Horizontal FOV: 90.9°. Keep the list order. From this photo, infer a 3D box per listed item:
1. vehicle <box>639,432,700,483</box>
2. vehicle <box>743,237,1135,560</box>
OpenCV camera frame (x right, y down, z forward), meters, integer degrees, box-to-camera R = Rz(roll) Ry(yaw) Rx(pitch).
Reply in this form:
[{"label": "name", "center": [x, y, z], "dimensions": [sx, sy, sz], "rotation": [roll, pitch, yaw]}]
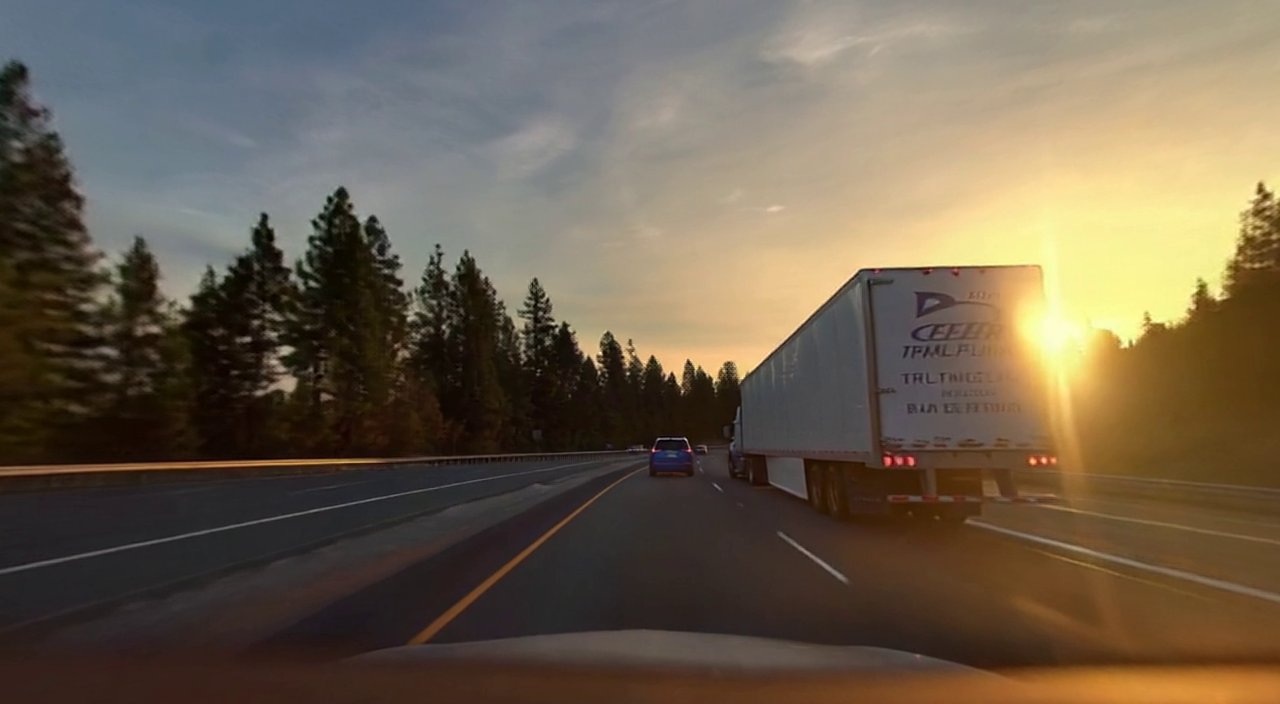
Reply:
[{"label": "vehicle", "center": [1.204, 4.213, 25.416], "dimensions": [2.222, 1.848, 4.610], "rotation": [0, -8, 3]}, {"label": "vehicle", "center": [5.114, 1.742, 16.418], "dimensions": [2.899, 4.160, 16.621], "rotation": [0, -8, 3]}]
